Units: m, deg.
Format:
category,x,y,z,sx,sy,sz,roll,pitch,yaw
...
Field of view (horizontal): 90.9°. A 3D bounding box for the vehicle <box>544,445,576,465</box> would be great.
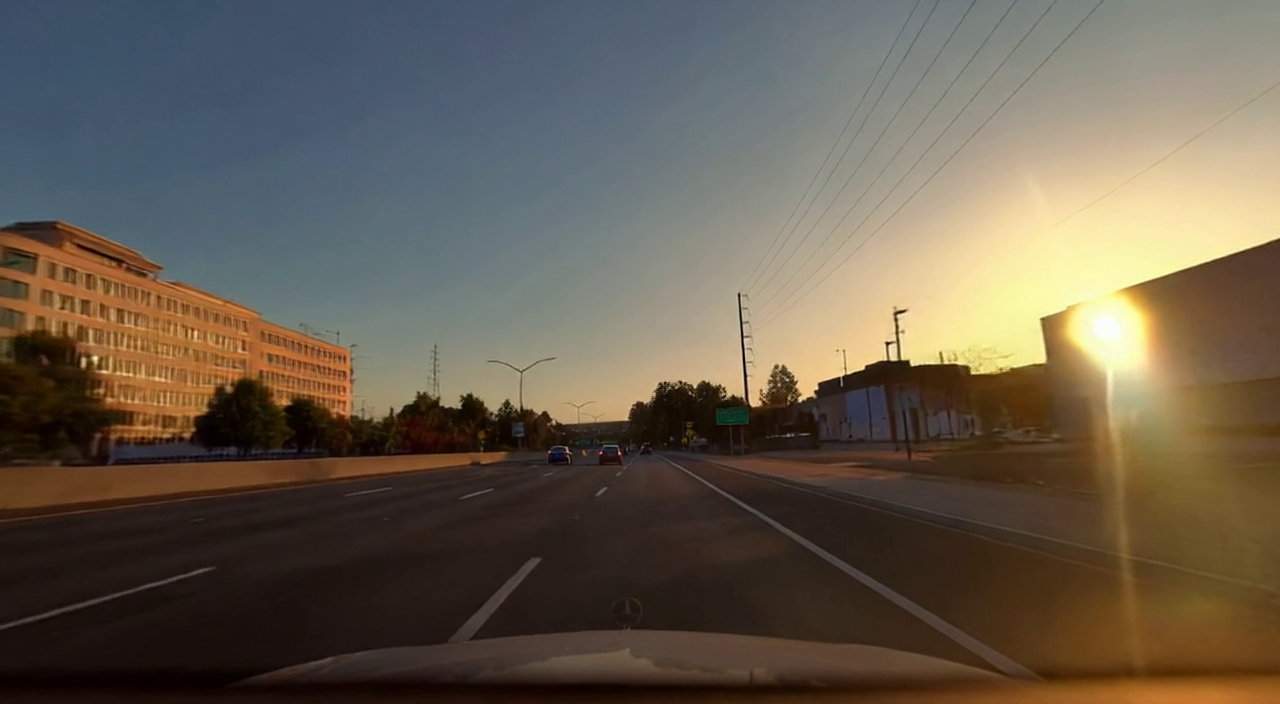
category,x,y,z,sx,sy,sz,roll,pitch,yaw
vehicle,-6.230,8.069,49.489,1.936,1.462,4.388,0,-8,1
